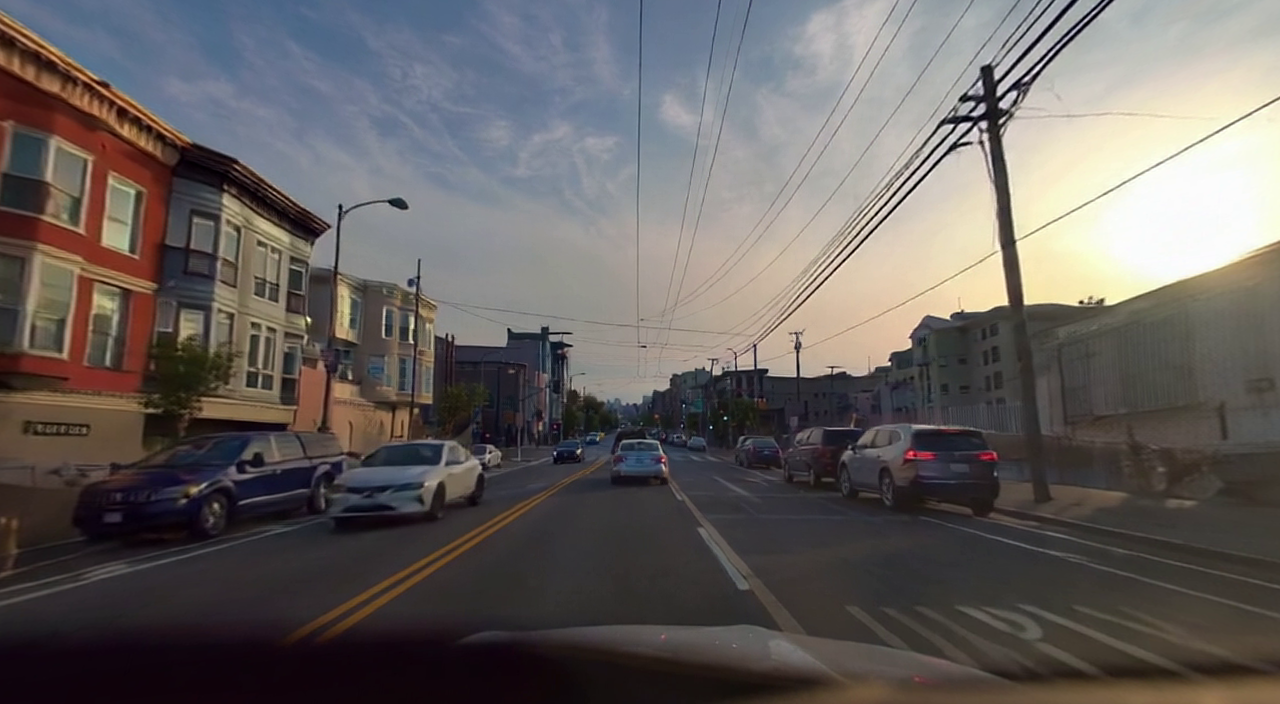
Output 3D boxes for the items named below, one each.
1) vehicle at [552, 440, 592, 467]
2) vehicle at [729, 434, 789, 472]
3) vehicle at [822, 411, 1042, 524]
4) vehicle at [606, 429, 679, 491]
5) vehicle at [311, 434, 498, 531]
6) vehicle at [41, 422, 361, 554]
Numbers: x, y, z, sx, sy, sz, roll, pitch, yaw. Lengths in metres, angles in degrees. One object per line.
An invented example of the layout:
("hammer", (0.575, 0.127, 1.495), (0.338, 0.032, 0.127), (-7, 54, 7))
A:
("vehicle", (-4.103, 6.197, 38.715), (1.968, 1.524, 4.304), (0, -8, 0))
("vehicle", (6.384, 5.512, 34.667), (2.197, 1.917, 5.637), (0, -8, 0))
("vehicle", (6.246, 2.562, 14.664), (2.203, 2.052, 5.975), (0, -8, 0))
("vehicle", (0.082, 3.190, 18.927), (1.980, 1.635, 3.795), (0, -8, 0))
("vehicle", (-4.234, 2.396, 12.267), (1.944, 1.515, 4.428), (0, -8, 0))
("vehicle", (-7.401, 2.283, 11.639), (2.095, 1.847, 5.290), (0, -8, 0))
